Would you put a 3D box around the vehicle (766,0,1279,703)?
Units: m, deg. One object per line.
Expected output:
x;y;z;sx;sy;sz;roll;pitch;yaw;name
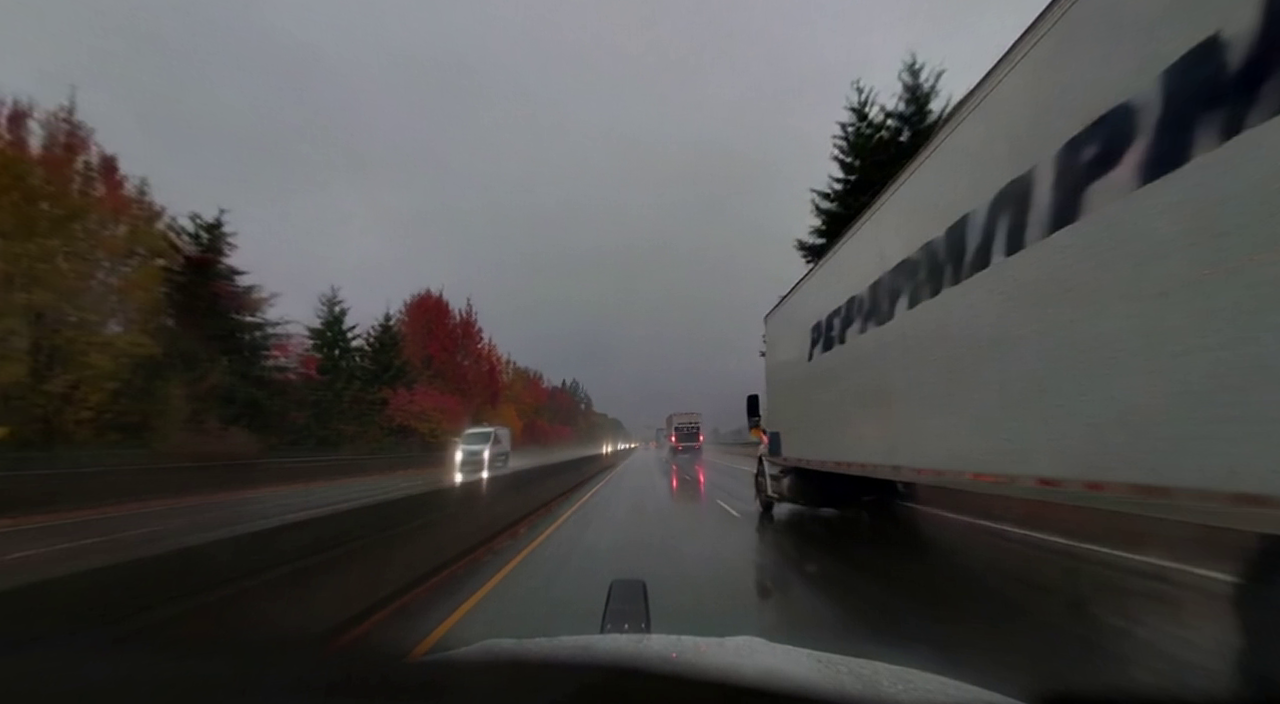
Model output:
4.107;0.193;5.750;2.911;4.117;14.683;0;-8;0;vehicle

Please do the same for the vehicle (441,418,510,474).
-11.127;6.450;43.321;2.698;3.465;7.279;0;-8;1;vehicle
